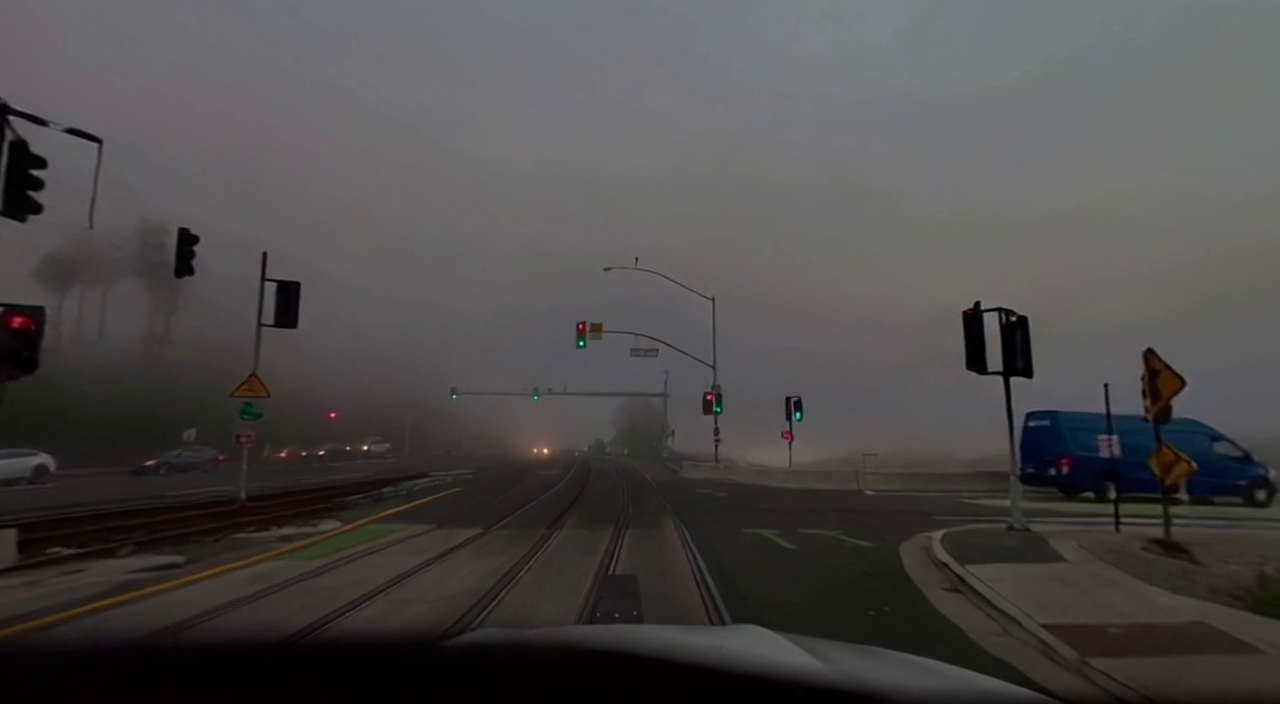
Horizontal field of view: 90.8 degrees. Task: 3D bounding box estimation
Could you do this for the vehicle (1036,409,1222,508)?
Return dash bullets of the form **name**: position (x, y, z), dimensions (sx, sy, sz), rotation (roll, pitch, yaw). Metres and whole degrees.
- **vehicle**: position (16.241, 3.524, 21.172), dimensions (4.180, 3.020, 2.606), rotation (2, -9, -12)
